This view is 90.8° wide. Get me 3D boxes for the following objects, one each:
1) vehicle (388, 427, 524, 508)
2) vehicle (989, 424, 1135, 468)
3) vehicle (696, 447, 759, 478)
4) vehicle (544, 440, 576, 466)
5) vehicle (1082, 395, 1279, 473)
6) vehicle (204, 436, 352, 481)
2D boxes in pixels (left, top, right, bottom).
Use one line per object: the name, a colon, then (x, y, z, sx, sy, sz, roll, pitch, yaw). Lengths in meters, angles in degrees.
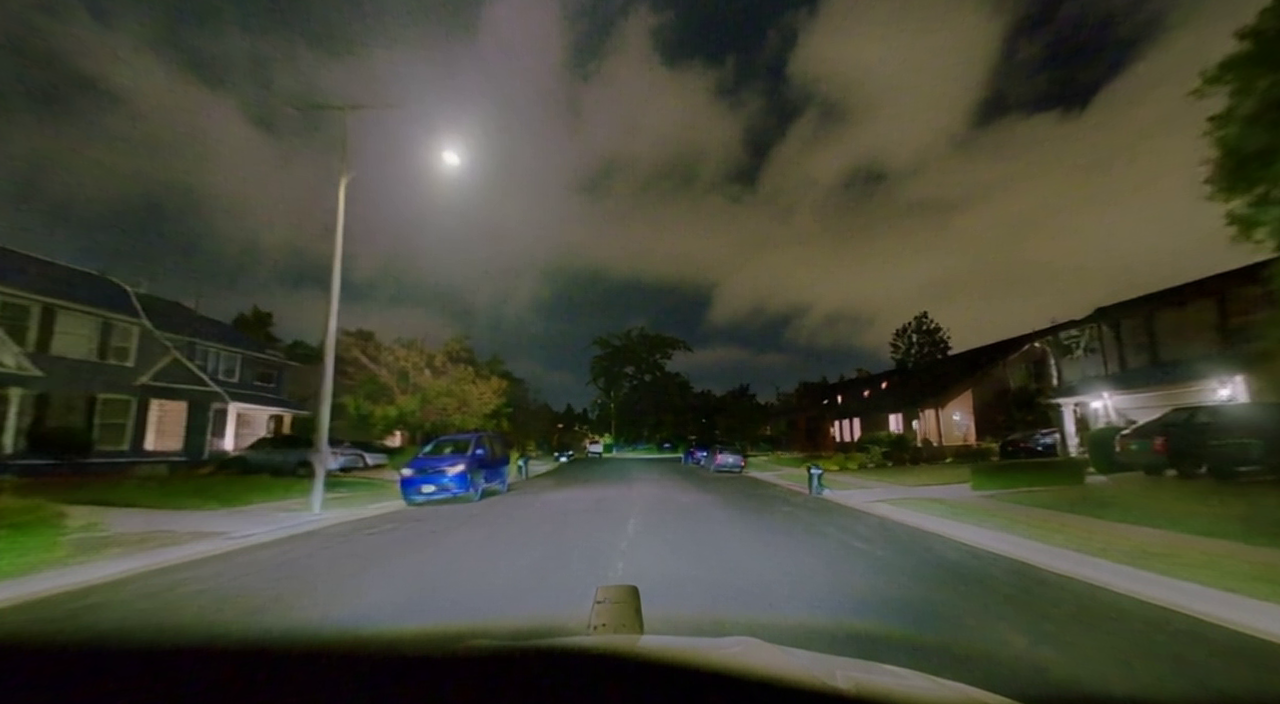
vehicle: (-4.774, 3.019, 17.285, 2.215, 1.859, 4.765, 0, -7, 1)
vehicle: (15.354, 3.420, 23.026, 4.488, 1.454, 1.944, 3, -8, -18)
vehicle: (4.438, 5.693, 32.907, 1.984, 1.437, 4.726, 1, -9, -8)
vehicle: (-6.273, 7.838, 49.279, 1.976, 1.855, 4.299, 2, -7, -14)
vehicle: (13.728, 2.089, 15.740, 4.560, 1.741, 1.993, 3, -9, -18)
vehicle: (-12.989, 3.821, 23.017, 4.376, 1.458, 2.046, 3, -8, -22)
